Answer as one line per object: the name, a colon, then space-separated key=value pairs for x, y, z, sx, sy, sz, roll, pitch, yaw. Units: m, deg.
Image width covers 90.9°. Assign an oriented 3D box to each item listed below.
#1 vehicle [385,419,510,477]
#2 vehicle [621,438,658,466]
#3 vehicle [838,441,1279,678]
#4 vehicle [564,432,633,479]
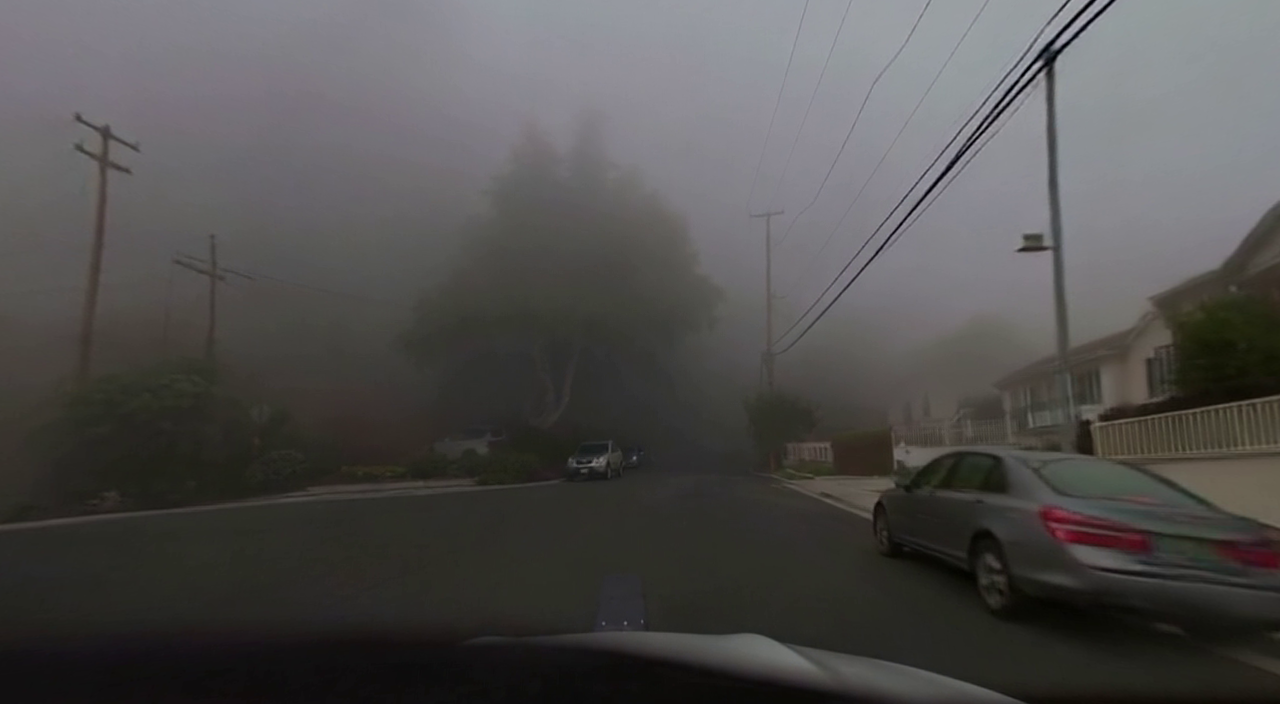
vehicle: x=-9.759 y=4.910 z=32.482 sx=5.828 sy=2.818 sz=2.231 roll=2 pitch=-8 yaw=-13
vehicle: x=0.057 y=7.214 z=45.576 sx=2.139 sy=1.882 sz=4.635 roll=-1 pitch=-8 yaw=7
vehicle: x=3.850 y=1.683 z=6.560 sx=2.151 sy=1.468 sz=5.066 roll=0 pitch=-8 yaw=3
vehicle: x=-1.766 y=4.749 z=29.268 sx=2.463 sy=1.951 sz=5.794 roll=-1 pitch=-8 yaw=3
